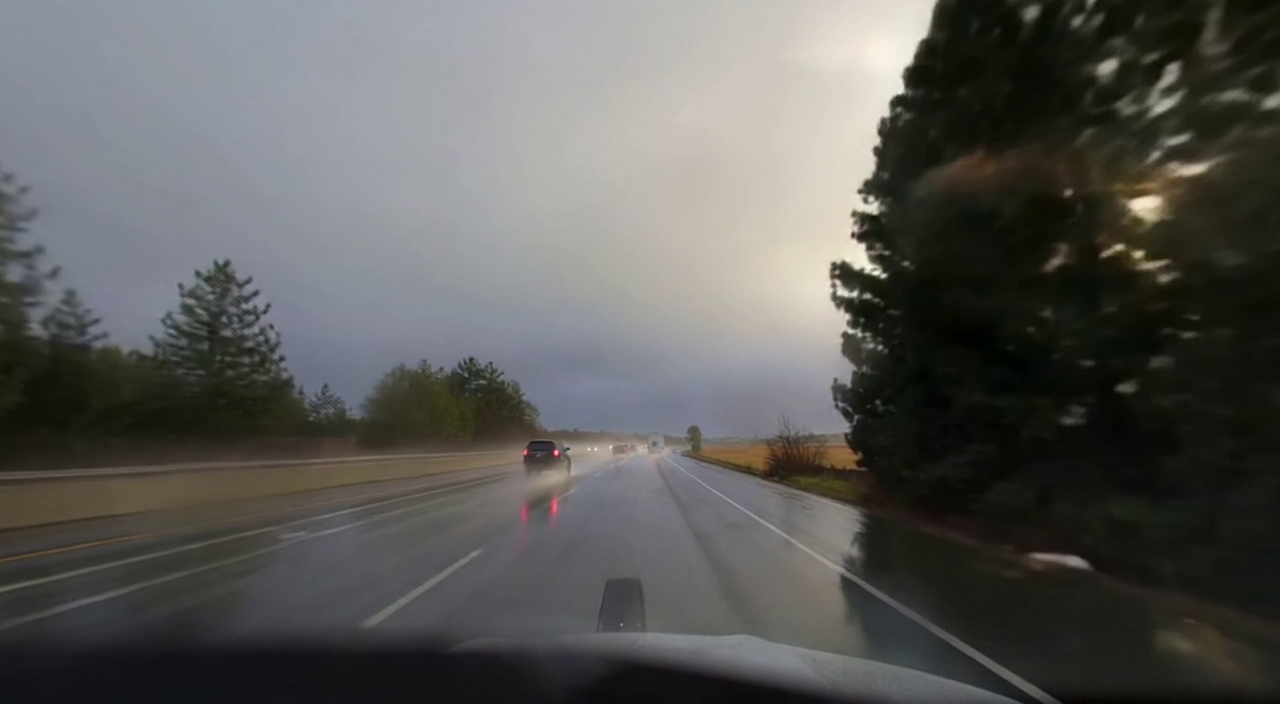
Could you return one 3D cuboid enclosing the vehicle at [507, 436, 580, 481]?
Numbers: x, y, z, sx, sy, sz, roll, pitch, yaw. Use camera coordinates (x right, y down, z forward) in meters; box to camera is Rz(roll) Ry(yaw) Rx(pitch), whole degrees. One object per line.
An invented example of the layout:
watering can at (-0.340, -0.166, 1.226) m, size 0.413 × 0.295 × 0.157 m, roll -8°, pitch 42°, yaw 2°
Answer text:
vehicle at (-3.834, 4.336, 25.970) m, size 2.188 × 1.692 × 4.623 m, roll 0°, pitch -9°, yaw 1°
